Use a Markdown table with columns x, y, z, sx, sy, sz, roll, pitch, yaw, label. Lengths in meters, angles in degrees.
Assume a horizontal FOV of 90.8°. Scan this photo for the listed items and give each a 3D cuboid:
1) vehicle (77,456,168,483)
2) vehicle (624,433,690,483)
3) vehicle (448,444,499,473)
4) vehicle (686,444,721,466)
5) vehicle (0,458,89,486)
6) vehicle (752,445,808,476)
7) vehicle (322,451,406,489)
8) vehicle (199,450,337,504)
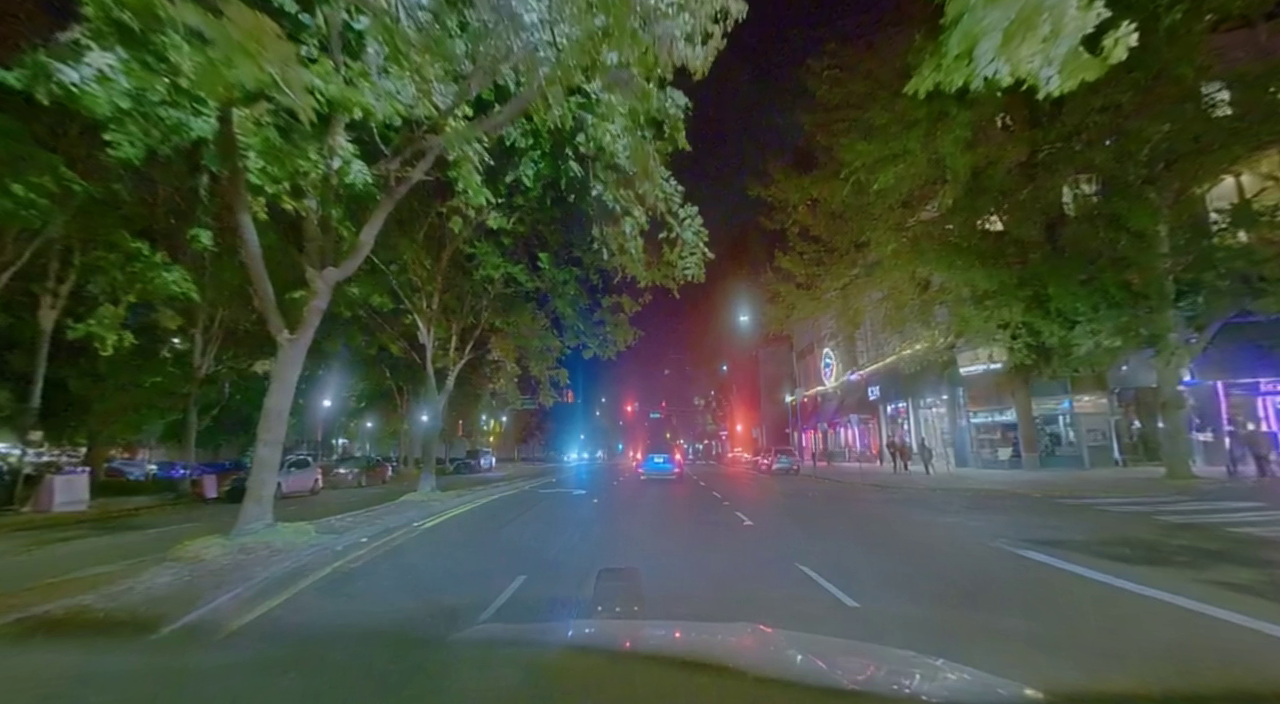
| x | y | z | sx | sy | sz | roll | pitch | yaw | label |
| --- | --- | --- | --- | --- | --- | --- | --- | --- | --- |
| -34.241 | 7.782 | 42.002 | 1.982 | 1.610 | 4.620 | -3 | -9 | 4 | vehicle |
| 0.672 | 4.175 | 25.131 | 2.382 | 1.796 | 4.610 | 0 | -9 | 2 | vehicle |
| -12.416 | 7.989 | 47.576 | 2.197 | 1.985 | 5.183 | -1 | -9 | 3 | vehicle |
| 4.605 | 7.515 | 46.302 | 2.209 | 1.478 | 4.138 | 0 | -9 | 2 | vehicle |
| -39.564 | 7.953 | 42.074 | 1.832 | 1.657 | 4.339 | 0 | -9 | -1 | vehicle |
| 7.136 | 5.566 | 32.736 | 2.048 | 1.484 | 4.709 | -1 | -9 | 3 | vehicle |
| -13.143 | 5.631 | 30.430 | 1.934 | 1.639 | 4.387 | 0 | -9 | 2 | vehicle |
| -13.285 | 4.451 | 22.996 | 2.148 | 1.694 | 4.561 | 0 | -9 | 2 | vehicle |
